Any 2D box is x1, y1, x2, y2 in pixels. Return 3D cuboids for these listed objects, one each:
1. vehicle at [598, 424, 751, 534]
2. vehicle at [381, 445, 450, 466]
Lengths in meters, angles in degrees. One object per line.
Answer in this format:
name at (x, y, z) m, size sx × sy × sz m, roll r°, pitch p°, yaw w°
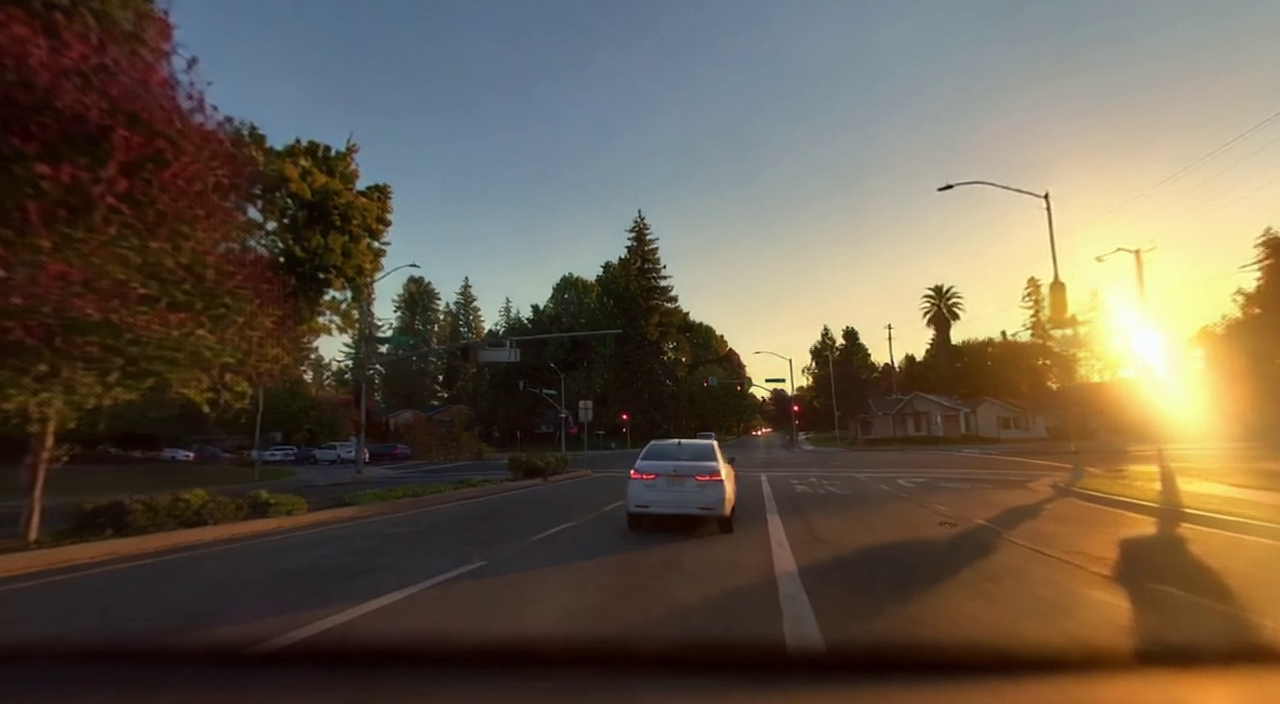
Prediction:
vehicle at (0.898, 2.227, 11.684) m, size 2.139 × 1.564 × 4.901 m, roll -1°, pitch -9°, yaw 11°
vehicle at (-16.866, 7.743, 47.097) m, size 4.735 × 1.472 × 1.932 m, roll -4°, pitch -9°, yaw 23°
